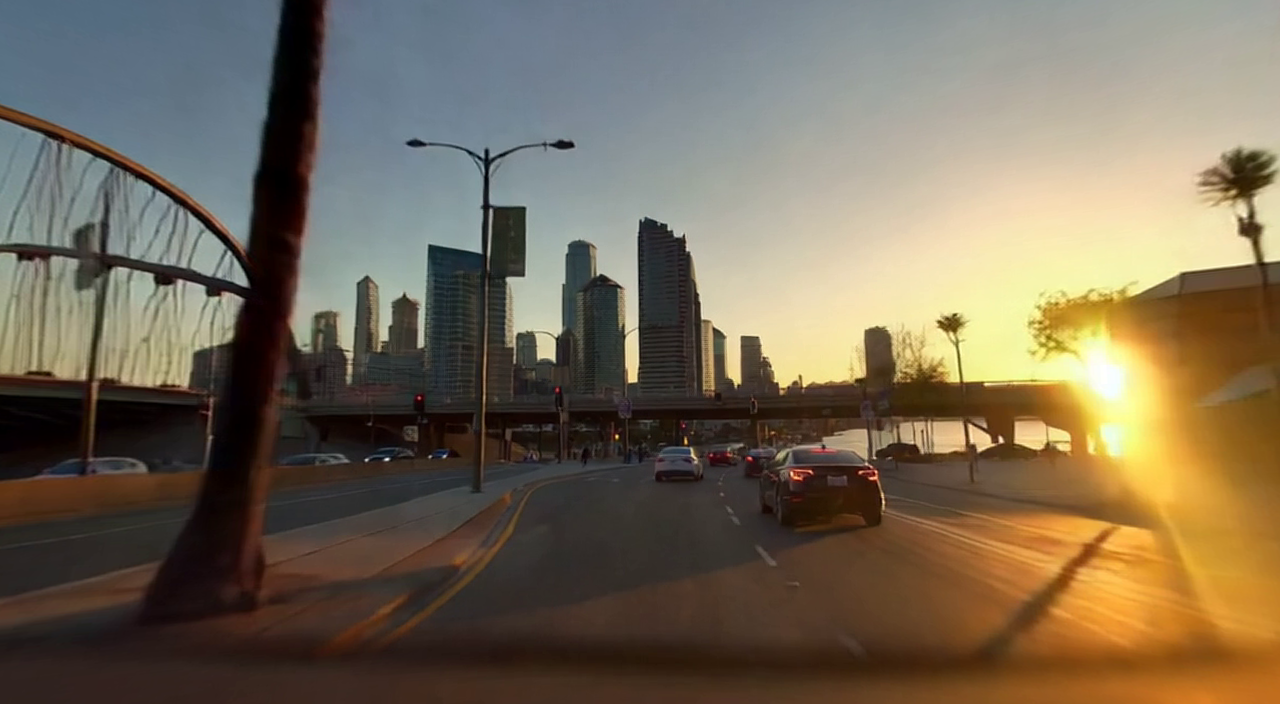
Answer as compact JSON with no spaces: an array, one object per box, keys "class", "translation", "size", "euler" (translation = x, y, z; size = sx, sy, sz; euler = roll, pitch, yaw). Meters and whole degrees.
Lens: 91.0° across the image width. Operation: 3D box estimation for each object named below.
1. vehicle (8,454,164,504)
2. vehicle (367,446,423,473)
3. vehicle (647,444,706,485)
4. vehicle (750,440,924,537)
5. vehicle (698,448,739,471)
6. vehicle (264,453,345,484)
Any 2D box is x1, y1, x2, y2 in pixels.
[{"class":"vehicle","translation":[-19.921,4.549,22.937],"size":[1.850,1.590,4.201],"euler":[0,-9,-1]},{"class":"vehicle","translation":[-17.337,7.612,44.819],"size":[2.040,1.749,4.796],"euler":[0,-9,0]},{"class":"vehicle","translation":[1.561,4.538,25.640],"size":[2.077,1.518,3.760],"euler":[-1,-9,8]},{"class":"vehicle","translation":[3.526,2.514,12.398],"size":[2.051,1.509,4.933],"euler":[0,-9,3]},{"class":"vehicle","translation":[5.508,7.367,43.488],"size":[2.134,1.492,4.674],"euler":[-2,-9,15]},{"class":"vehicle","translation":[-17.789,6.151,33.627],"size":[1.912,1.482,4.495],"euler":[0,-9,-1]}]
